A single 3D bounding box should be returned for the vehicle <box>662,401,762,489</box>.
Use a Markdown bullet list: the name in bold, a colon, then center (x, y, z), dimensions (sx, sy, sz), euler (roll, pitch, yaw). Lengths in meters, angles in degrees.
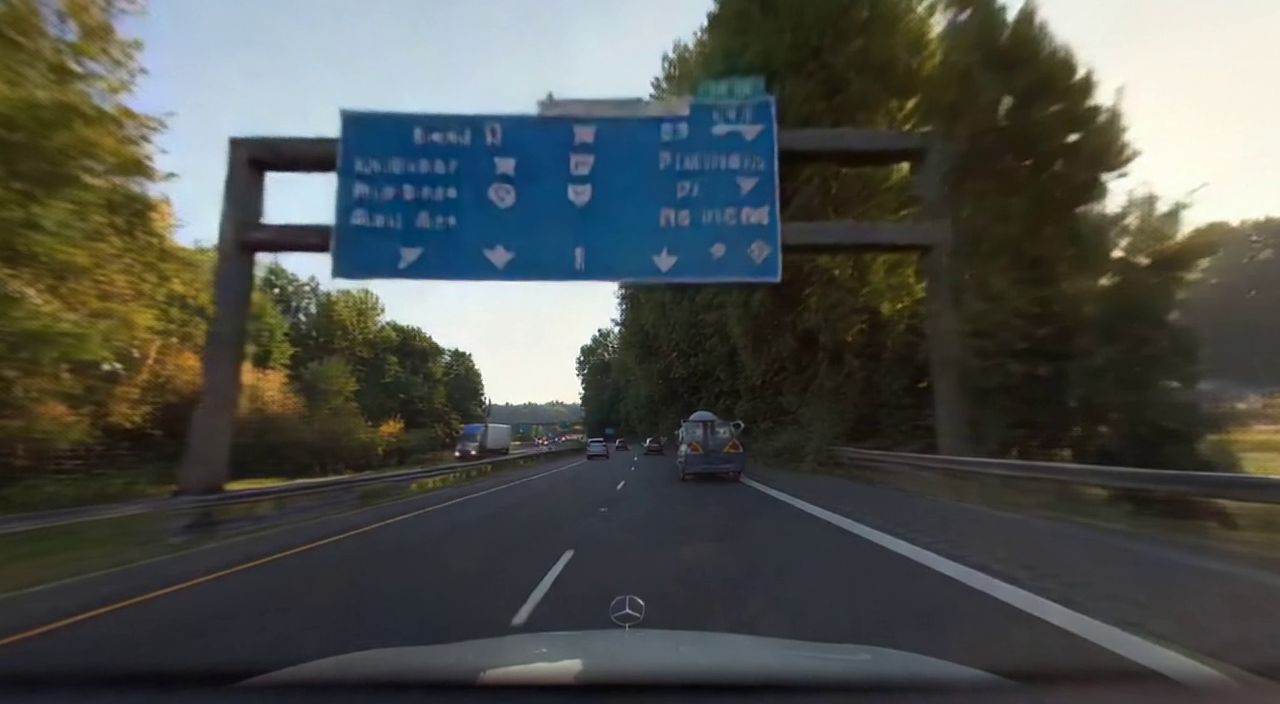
- **vehicle**: center (2.104, 3.050, 20.791), dimensions (2.677, 2.439, 6.402), euler (0, -8, 1)
